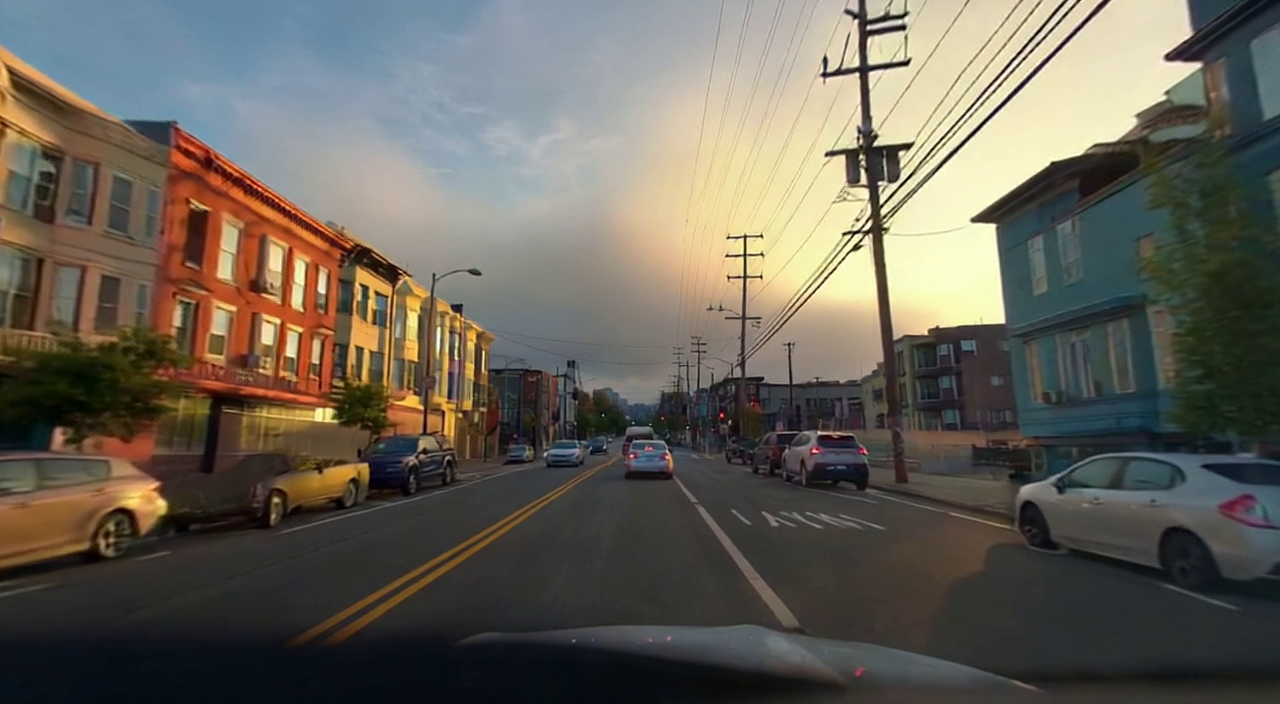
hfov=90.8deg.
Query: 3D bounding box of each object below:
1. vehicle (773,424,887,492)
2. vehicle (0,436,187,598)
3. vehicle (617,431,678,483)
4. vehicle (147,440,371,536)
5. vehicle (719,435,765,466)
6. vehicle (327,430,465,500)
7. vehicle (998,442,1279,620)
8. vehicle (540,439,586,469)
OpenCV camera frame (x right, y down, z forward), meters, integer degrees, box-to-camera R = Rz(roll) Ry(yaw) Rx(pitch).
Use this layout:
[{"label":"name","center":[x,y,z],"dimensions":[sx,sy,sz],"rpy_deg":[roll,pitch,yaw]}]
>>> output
[{"label":"vehicle","center":[6.445,3.691,22.370],"dimensions":[2.203,2.052,5.975],"rpy_deg":[0,-8,0]},{"label":"vehicle","center":[-7.294,1.658,6.362],"dimensions":[1.884,1.582,4.837],"rpy_deg":[0,-7,0]},{"label":"vehicle","center":[0.288,3.665,22.233],"dimensions":[1.980,1.635,3.795],"rpy_deg":[0,-8,1]},{"label":"vehicle","center":[-7.264,2.564,12.701],"dimensions":[1.928,1.552,4.234],"rpy_deg":[0,-8,-1]},{"label":"vehicle","center":[6.753,6.611,42.392],"dimensions":[2.197,1.917,5.637],"rpy_deg":[0,-8,1]},{"label":"vehicle","center":[-7.254,3.377,19.523],"dimensions":[2.095,1.847,5.290],"rpy_deg":[0,-8,1]},{"label":"vehicle","center":[6.557,1.908,7.746],"dimensions":[1.842,1.561,4.084],"rpy_deg":[0,-8,-1]},{"label":"vehicle","center":[-4.160,5.568,34.663],"dimensions":[1.944,1.515,4.428],"rpy_deg":[0,-8,0]}]
